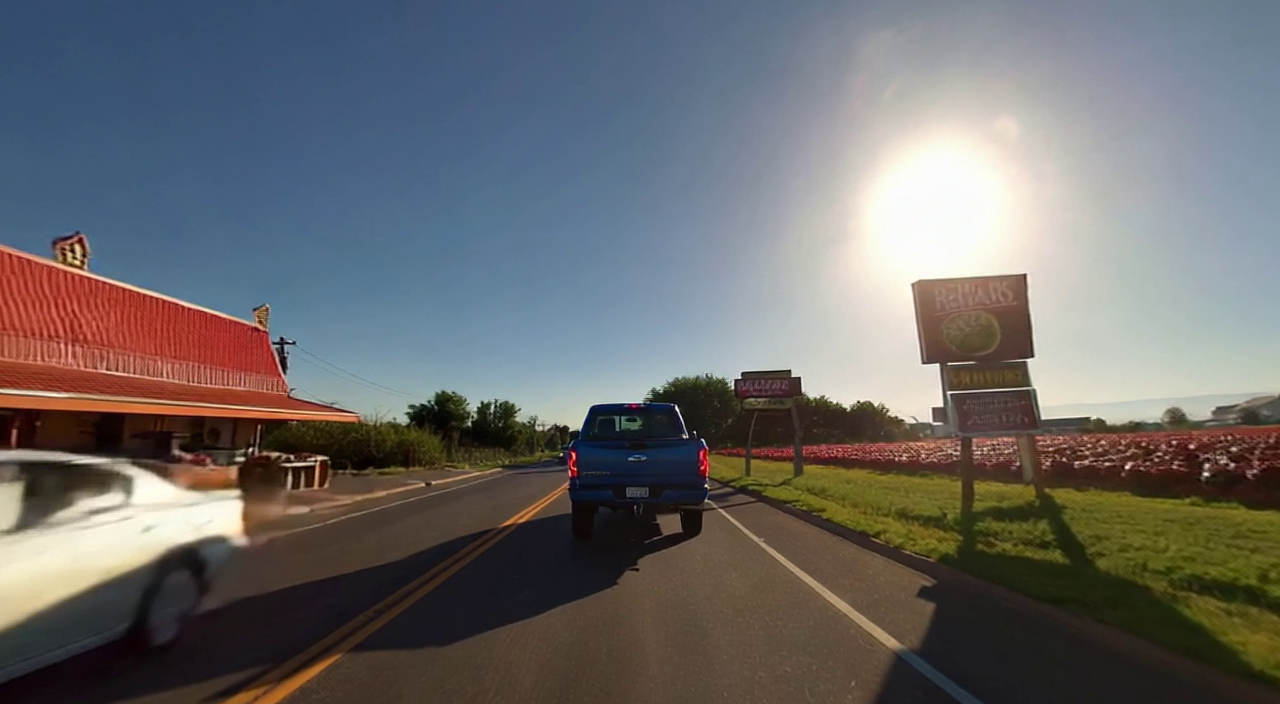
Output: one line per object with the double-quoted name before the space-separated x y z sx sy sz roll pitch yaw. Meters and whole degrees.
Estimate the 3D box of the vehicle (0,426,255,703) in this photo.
"vehicle" -4.350 1.115 3.164 2.121 1.473 4.390 0 -8 -1

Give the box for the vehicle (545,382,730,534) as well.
"vehicle" -0.111 1.985 12.307 2.693 2.223 5.885 0 -8 -2
